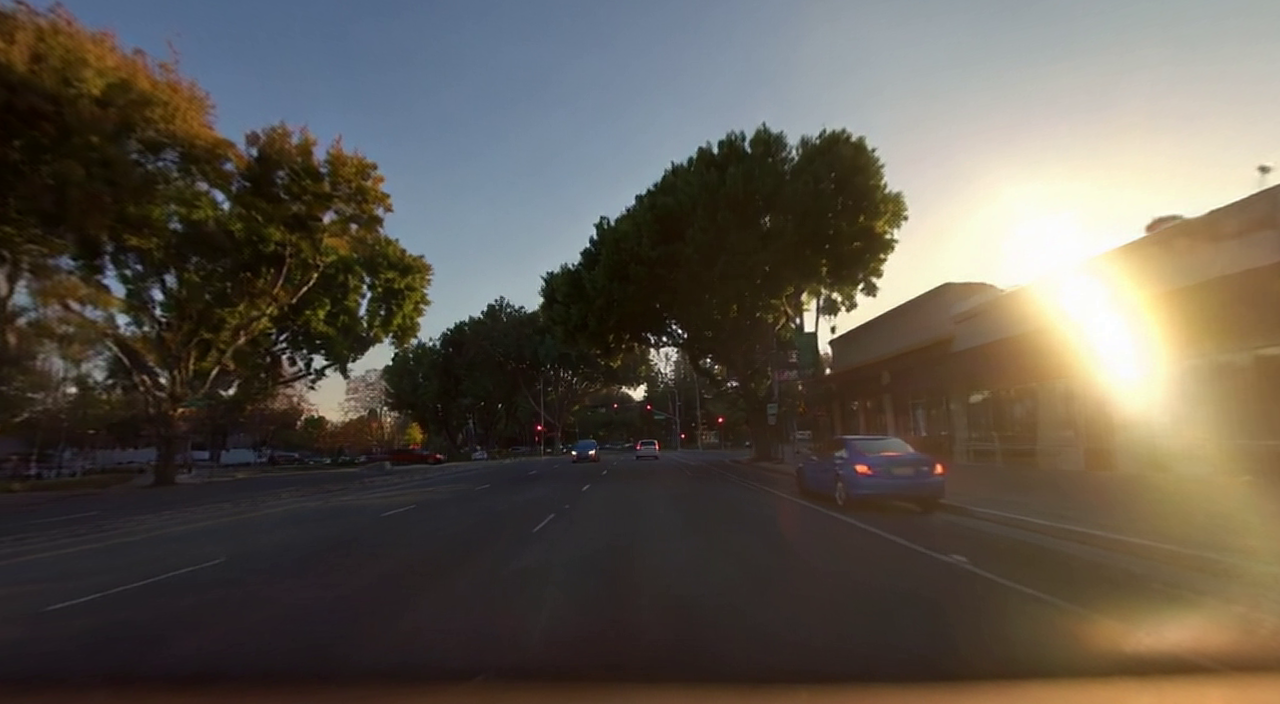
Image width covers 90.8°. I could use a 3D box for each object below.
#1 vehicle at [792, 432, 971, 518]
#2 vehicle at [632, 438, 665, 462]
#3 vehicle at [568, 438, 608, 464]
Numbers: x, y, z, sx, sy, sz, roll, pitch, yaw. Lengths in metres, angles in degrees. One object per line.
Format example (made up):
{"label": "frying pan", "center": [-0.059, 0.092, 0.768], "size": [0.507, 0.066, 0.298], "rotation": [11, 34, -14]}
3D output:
{"label": "vehicle", "center": [4.729, 2.454, 13.112], "size": [1.942, 1.469, 4.049], "rotation": [0, -8, -3]}
{"label": "vehicle", "center": [0.580, 6.373, 41.320], "size": [2.059, 1.456, 4.047], "rotation": [0, -8, 1]}
{"label": "vehicle", "center": [-3.096, 6.021, 38.532], "size": [2.032, 1.467, 4.411], "rotation": [0, -8, 1]}
